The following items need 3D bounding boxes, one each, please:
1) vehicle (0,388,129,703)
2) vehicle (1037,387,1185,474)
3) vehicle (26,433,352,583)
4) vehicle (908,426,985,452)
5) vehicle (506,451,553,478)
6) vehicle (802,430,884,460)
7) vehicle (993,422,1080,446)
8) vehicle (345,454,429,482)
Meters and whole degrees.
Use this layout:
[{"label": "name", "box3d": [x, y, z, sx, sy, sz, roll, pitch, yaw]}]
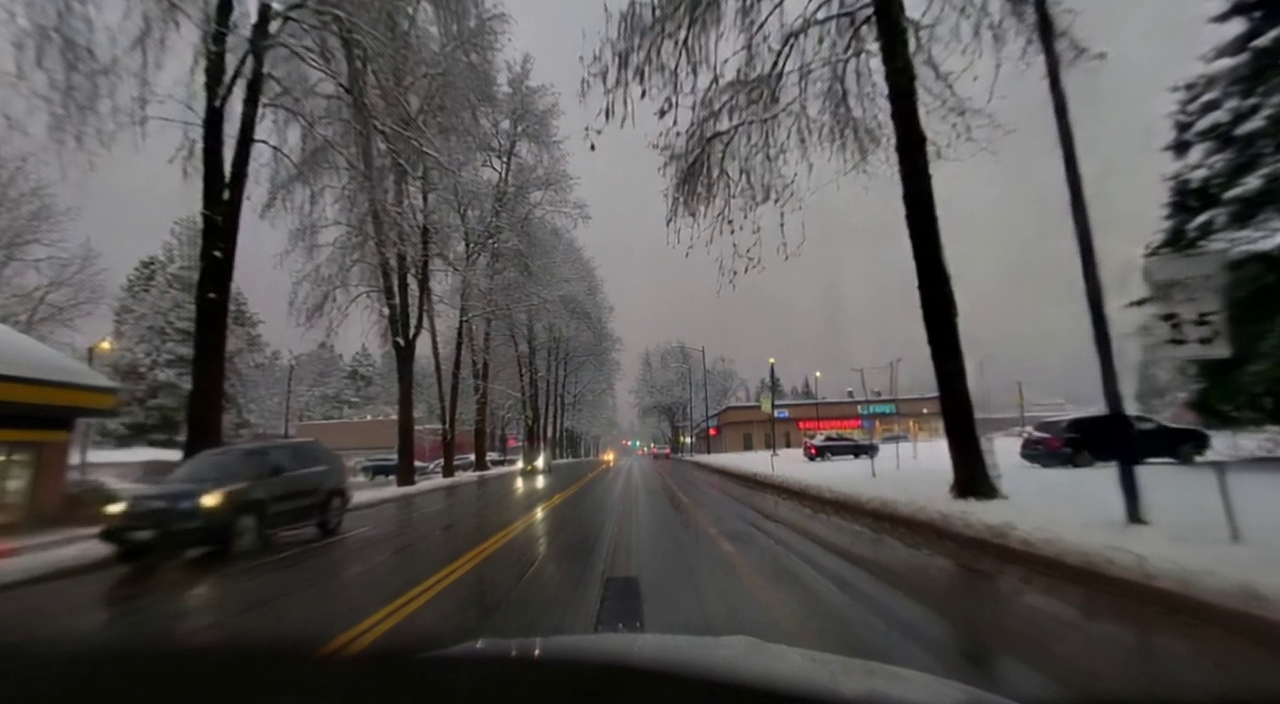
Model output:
[{"label": "vehicle", "box3d": [-4.069, 0.811, 1.306, 2.103, 1.750, 4.660, 0, -9, 0]}, {"label": "vehicle", "box3d": [11.378, 1.922, 15.089, 2.124, 1.711, 5.059, -8, -12, 42]}, {"label": "vehicle", "box3d": [-6.955, 2.388, 10.631, 2.027, 1.909, 4.696, 0, -9, -1]}, {"label": "vehicle", "box3d": [21.795, 6.219, 45.060, 4.442, 1.451, 1.945, -12, -12, 42]}, {"label": "vehicle", "box3d": [-6.649, 6.789, 38.383, 1.962, 1.478, 4.639, -1, -9, 1]}, {"label": "vehicle", "box3d": [11.028, 5.028, 34.182, 4.587, 1.504, 1.928, 6, -11, -39]}, {"label": "vehicle", "box3d": [25.888, 5.420, 41.310, 4.413, 1.435, 1.765, -9, -12, 44]}, {"label": "vehicle", "box3d": [-16.554, 7.614, 41.520, 4.650, 1.700, 1.915, 0, -9, -1]}]
